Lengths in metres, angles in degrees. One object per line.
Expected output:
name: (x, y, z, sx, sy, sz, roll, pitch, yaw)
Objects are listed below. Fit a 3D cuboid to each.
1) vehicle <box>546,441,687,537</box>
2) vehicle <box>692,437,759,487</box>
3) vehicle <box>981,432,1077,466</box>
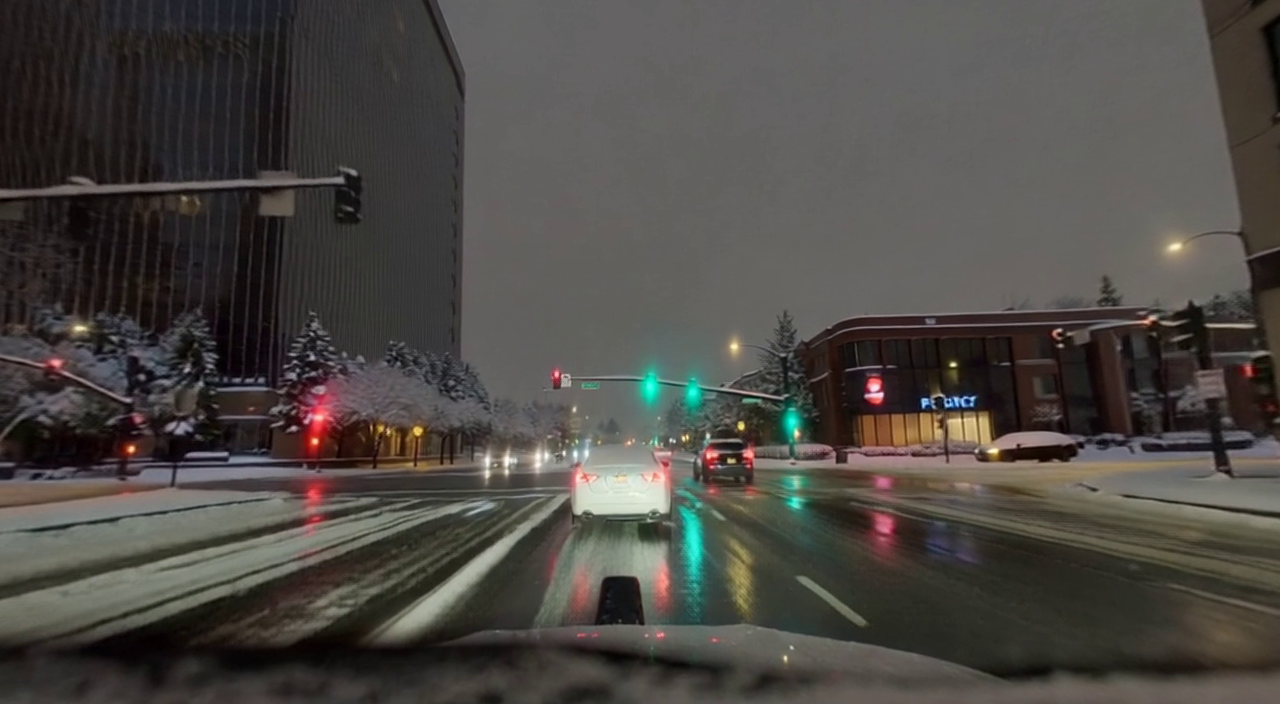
vehicle: (-0.395, 2.379, 11.679, 2.144, 1.398, 3.963, 1, -8, -1)
vehicle: (3.343, 4.358, 25.500, 2.078, 1.799, 4.089, 1, -8, -1)
vehicle: (24.070, 6.035, 39.230, 4.384, 2.000, 2.345, 1, -10, -4)
